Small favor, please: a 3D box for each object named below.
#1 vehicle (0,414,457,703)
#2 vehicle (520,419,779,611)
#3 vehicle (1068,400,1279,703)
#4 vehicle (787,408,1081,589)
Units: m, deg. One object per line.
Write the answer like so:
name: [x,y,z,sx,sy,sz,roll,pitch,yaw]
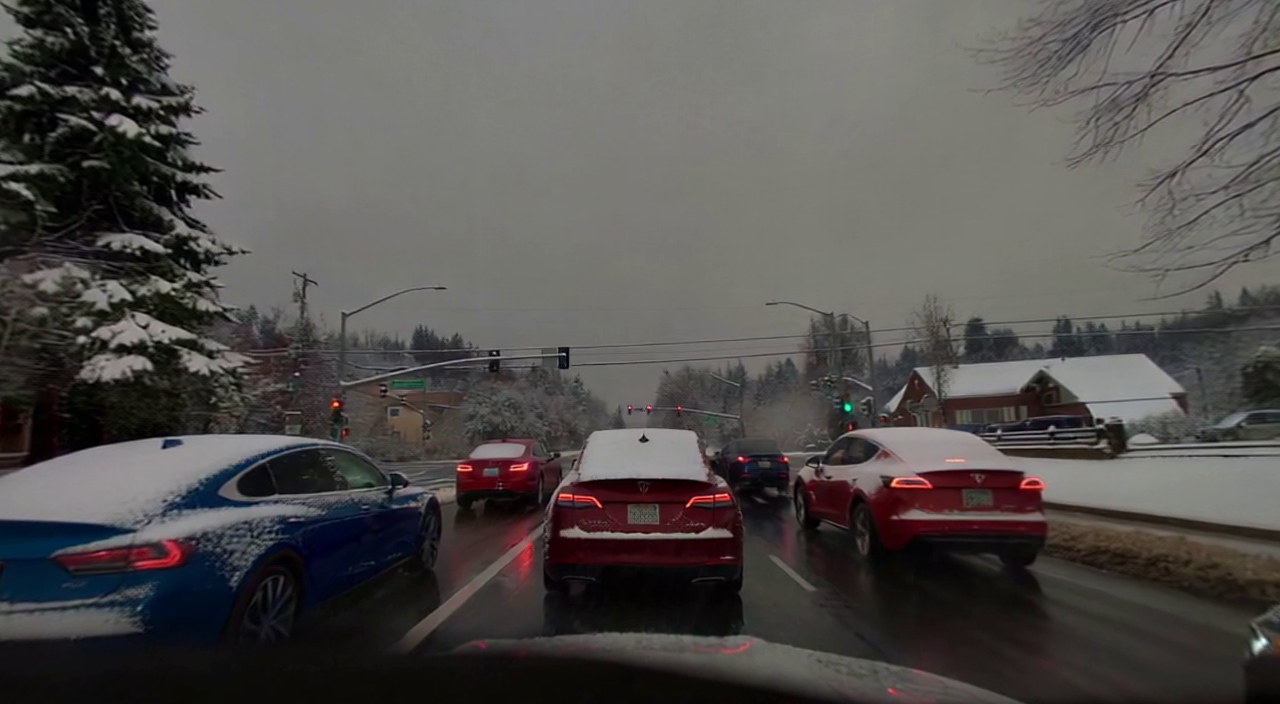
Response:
vehicle: [-3.082,1.329,4.792,2.015,1.478,4.407,0,-8,0]
vehicle: [0.051,1.675,7.424,2.144,1.563,4.218,0,-8,-1]
vehicle: [3.302,0.750,1.033,1.951,1.522,4.614,0,-8,0]
vehicle: [3.390,1.738,8.316,1.938,1.732,4.006,1,-8,0]
